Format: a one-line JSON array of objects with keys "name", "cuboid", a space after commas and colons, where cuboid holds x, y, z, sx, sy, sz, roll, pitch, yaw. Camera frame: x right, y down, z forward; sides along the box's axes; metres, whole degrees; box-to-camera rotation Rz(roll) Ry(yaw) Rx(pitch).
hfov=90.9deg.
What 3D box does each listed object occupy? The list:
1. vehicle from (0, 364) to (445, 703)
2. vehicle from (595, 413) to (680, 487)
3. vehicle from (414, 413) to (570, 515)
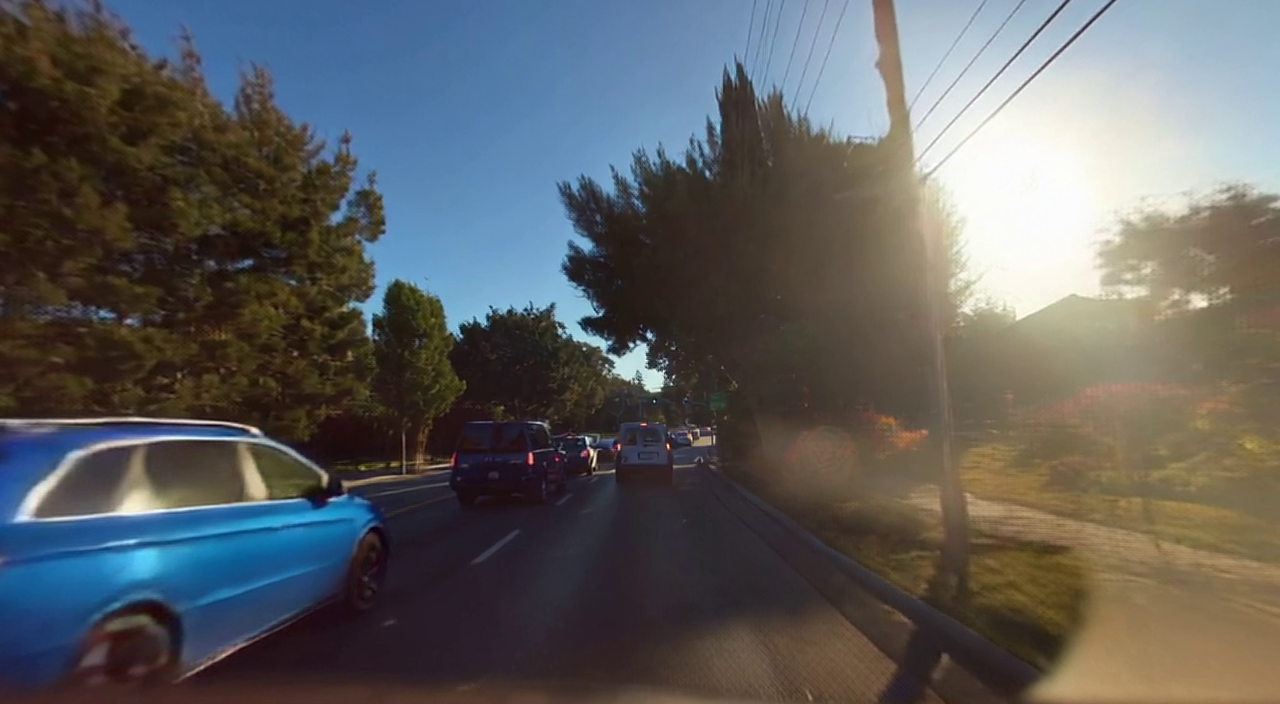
[{"name": "vehicle", "cuboid": [-3.132, 1.079, 3.889, 2.180, 1.546, 4.755, 0, -8, 2]}, {"name": "vehicle", "cuboid": [0.019, 2.891, 18.732, 2.241, 1.912, 4.095, -1, -8, 2]}, {"name": "vehicle", "cuboid": [-2.890, 2.334, 13.567, 2.062, 1.796, 4.657, -1, -8, 2]}]
